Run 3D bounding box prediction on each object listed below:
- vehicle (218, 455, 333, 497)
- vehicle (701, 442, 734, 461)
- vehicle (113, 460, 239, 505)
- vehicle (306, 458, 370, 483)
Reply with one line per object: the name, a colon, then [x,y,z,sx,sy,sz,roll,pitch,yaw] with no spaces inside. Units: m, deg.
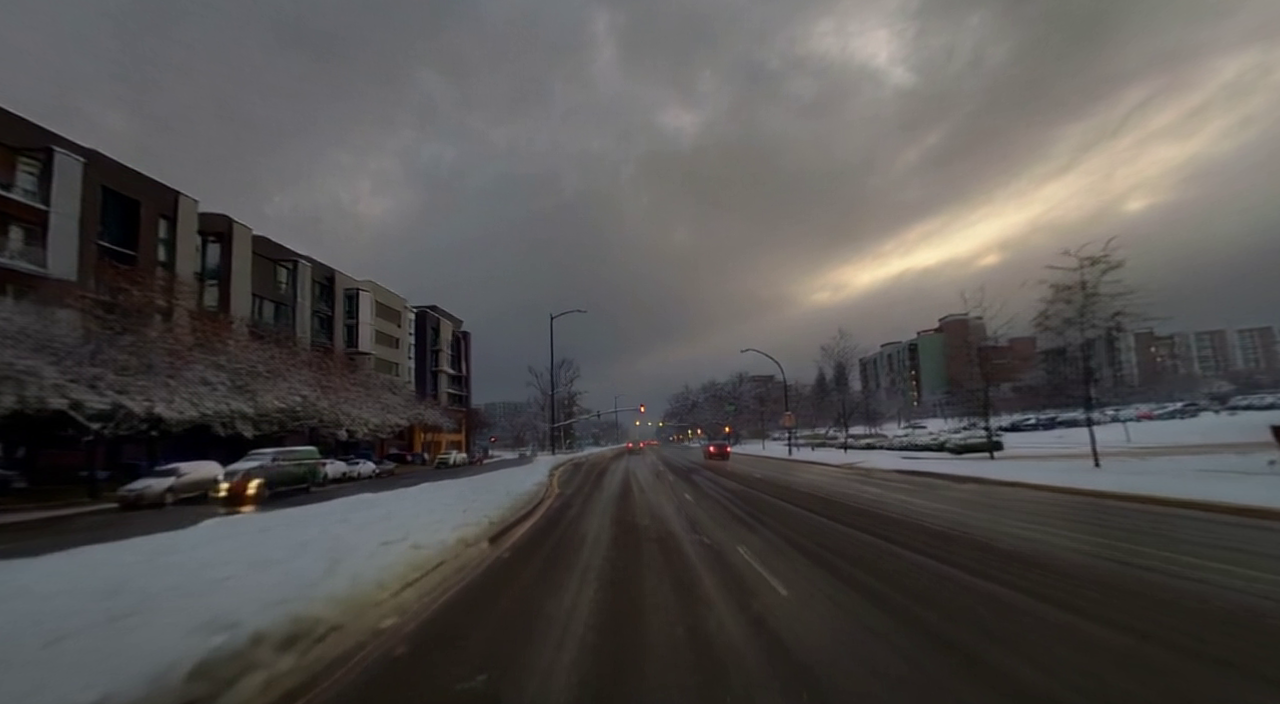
vehicle: [-15.111,5.122,26.568,1.955,1.516,4.849,0,-9,0]
vehicle: [6.051,7.860,49.868,1.992,1.447,4.414,0,-9,-1]
vehicle: [-19.137,5.380,26.396,1.869,1.606,4.617,0,-9,-2]
vehicle: [-19.178,7.517,40.369,1.850,1.451,4.450,0,-9,1]
